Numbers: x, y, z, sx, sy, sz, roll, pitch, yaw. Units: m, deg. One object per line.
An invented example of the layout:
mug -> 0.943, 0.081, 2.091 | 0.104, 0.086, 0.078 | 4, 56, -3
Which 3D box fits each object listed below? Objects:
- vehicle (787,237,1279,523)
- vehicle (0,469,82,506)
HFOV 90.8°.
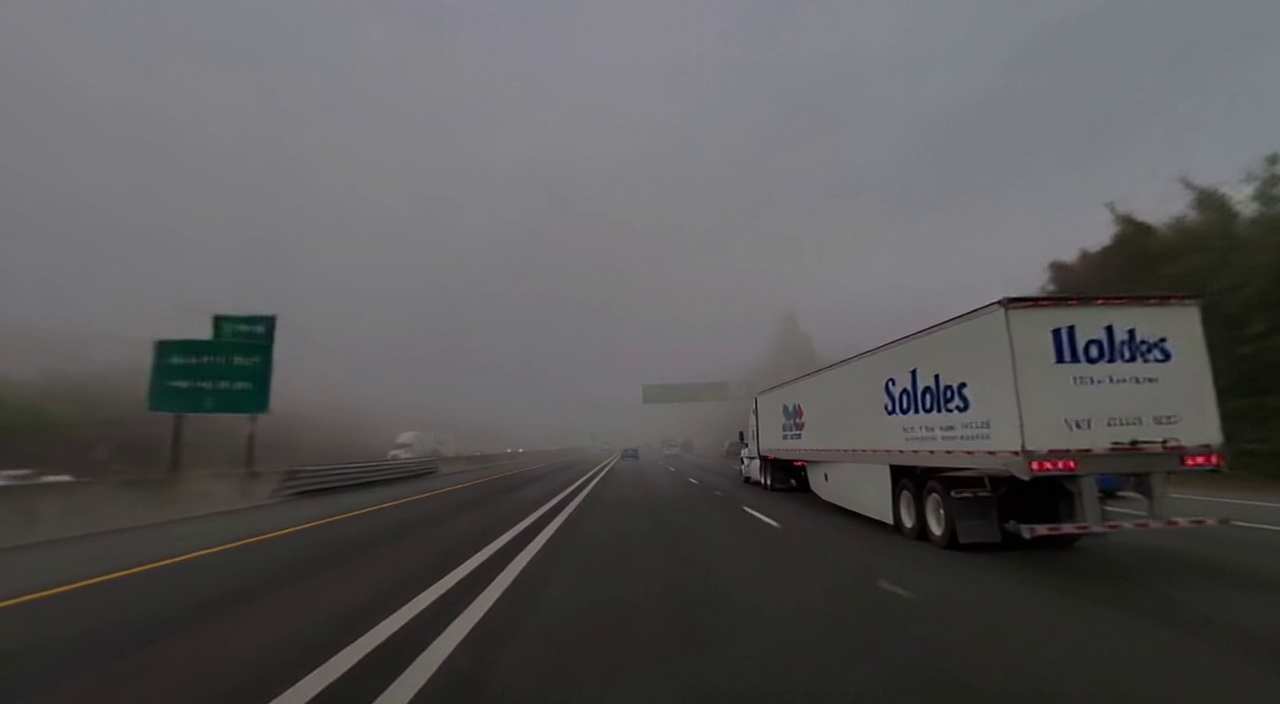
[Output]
vehicle -> 7.685, 1.568, 17.279 | 2.892, 4.128, 16.495 | 0, -9, -2
vehicle -> -30.373, 6.626, 31.076 | 1.829, 1.517, 4.390 | 0, -9, -1
